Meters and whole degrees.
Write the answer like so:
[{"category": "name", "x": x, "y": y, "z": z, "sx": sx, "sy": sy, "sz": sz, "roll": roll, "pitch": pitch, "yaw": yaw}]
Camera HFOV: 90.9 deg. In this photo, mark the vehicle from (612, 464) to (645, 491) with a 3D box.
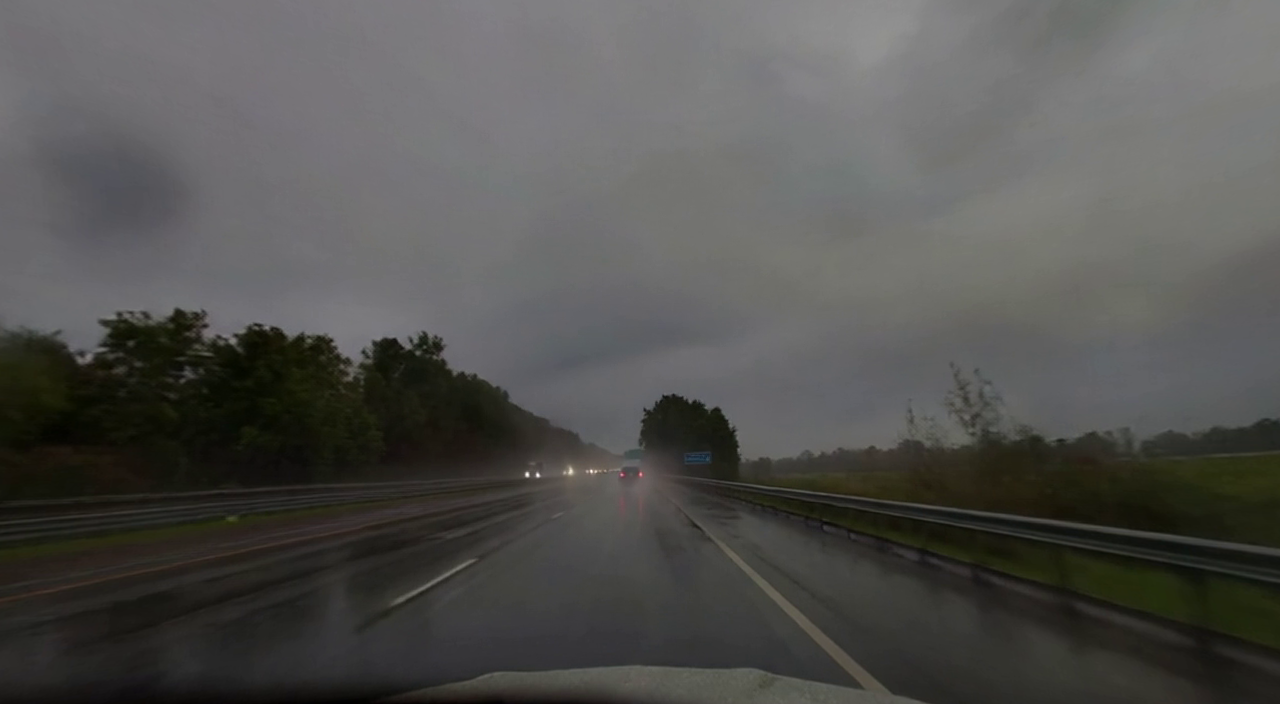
[{"category": "vehicle", "x": -0.737, "y": 8.446, "z": 42.578, "sx": 2.107, "sy": 1.668, "sz": 4.554, "roll": 1, "pitch": -11, "yaw": 0}]
